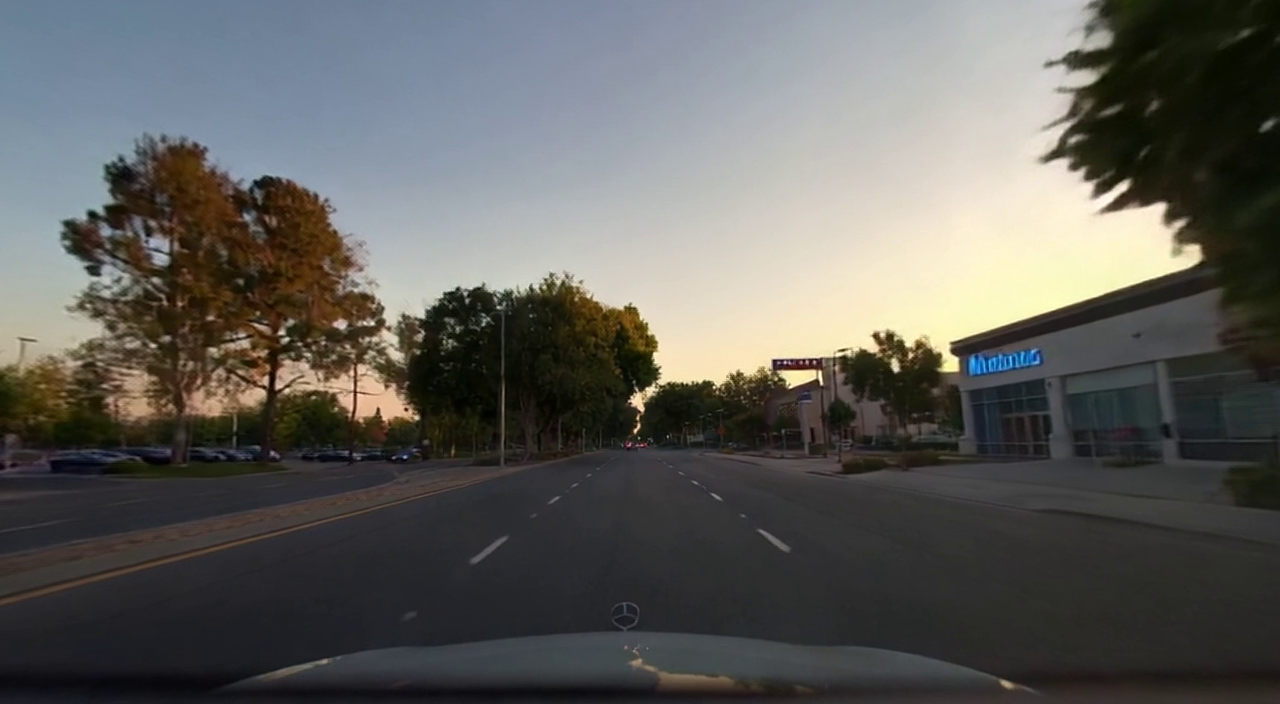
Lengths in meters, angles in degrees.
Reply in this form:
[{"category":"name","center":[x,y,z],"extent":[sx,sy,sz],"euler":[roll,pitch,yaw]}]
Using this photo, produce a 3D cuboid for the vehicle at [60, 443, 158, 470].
[{"category":"vehicle","center":[-33.387,6.568,39.827],"extent":[4.359,1.667,1.914],"euler":[0,-8,-1]}]
